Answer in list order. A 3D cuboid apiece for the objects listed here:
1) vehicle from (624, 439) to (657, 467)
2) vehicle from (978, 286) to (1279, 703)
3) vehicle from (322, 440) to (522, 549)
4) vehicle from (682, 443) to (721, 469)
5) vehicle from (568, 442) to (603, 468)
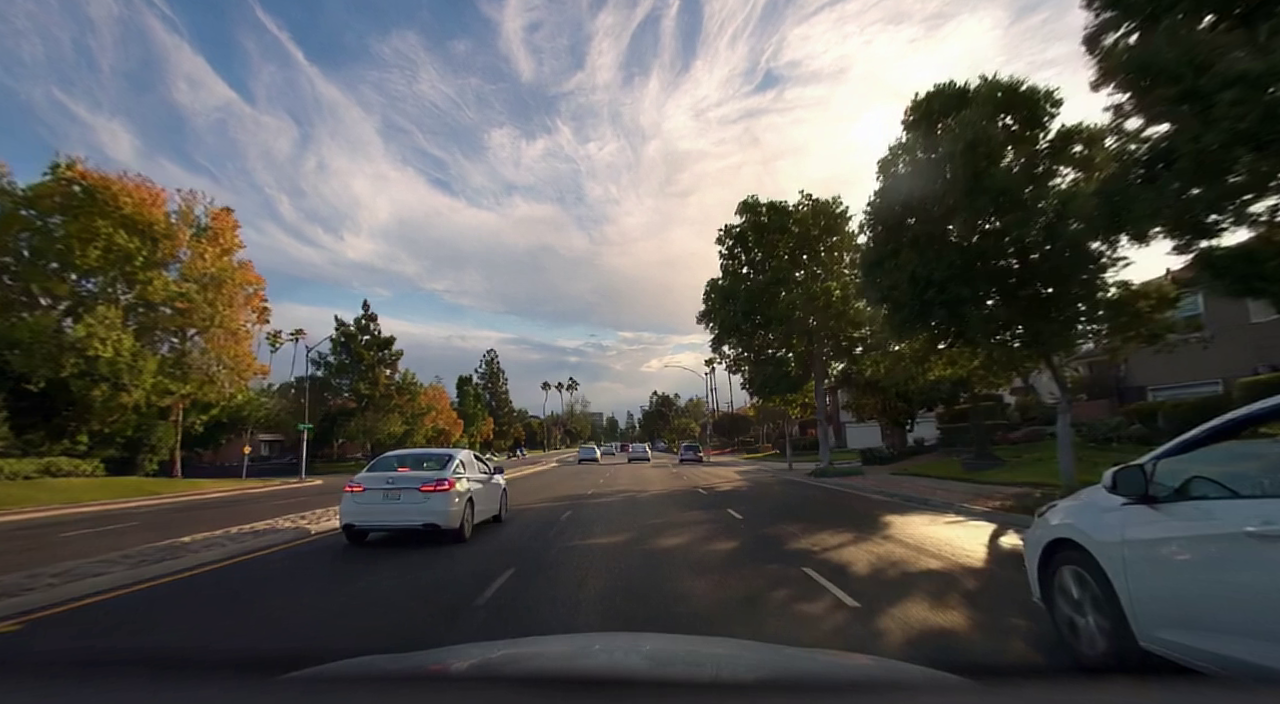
[{"bbox_3d":[-0.044,6.630,41.696,2.043,1.734,4.253,0,-8,-2],"label":"vehicle"},{"bbox_3d":[3.653,0.733,2.725,2.125,1.937,3.924,0,-8,-1],"label":"vehicle"},{"bbox_3d":[-3.389,2.270,10.889,1.844,1.451,4.543,0,-8,0],"label":"vehicle"},{"bbox_3d":[3.699,6.278,38.411,1.830,1.451,4.009,0,-8,-2],"label":"vehicle"},{"bbox_3d":[-3.481,6.680,41.265,2.000,1.569,3.794,0,-8,-1],"label":"vehicle"}]
